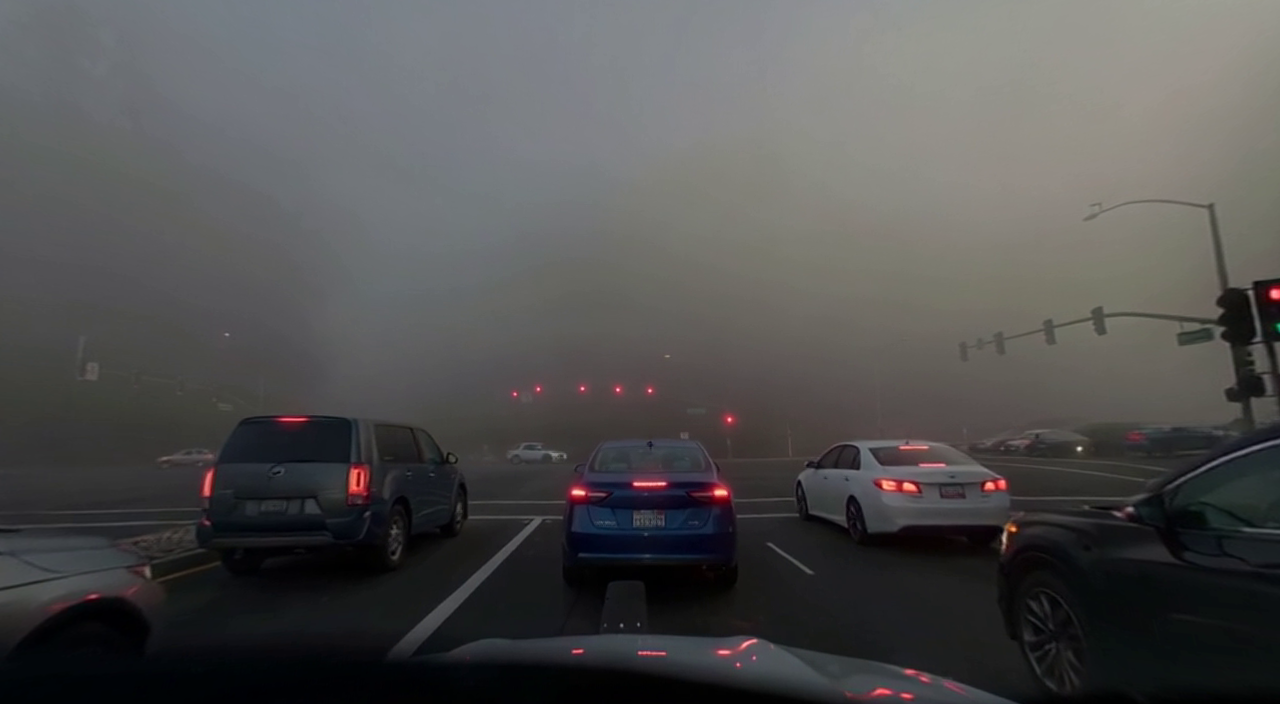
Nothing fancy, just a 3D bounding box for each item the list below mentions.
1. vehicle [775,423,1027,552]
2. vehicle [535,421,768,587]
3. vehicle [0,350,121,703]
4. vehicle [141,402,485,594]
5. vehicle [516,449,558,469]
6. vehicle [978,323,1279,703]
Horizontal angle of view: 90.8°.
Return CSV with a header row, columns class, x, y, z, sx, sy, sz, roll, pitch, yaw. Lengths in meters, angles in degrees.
class,x,y,z,sx,sy,sz,roll,pitch,yaw
vehicle,3.537,1.921,9.647,1.874,1.487,4.404,0,-9,-1
vehicle,0.049,1.689,7.826,2.114,1.482,4.056,0,-9,-2
vehicle,-3.337,0.555,0.500,2.034,1.655,4.465,0,-9,0
vehicle,-3.428,1.618,7.793,1.958,1.693,4.242,0,-9,0
vehicle,-7.961,8.184,48.408,1.996,1.442,4.629,4,-9,-24
vehicle,3.289,0.709,1.854,2.178,1.691,4.314,0,-9,0
